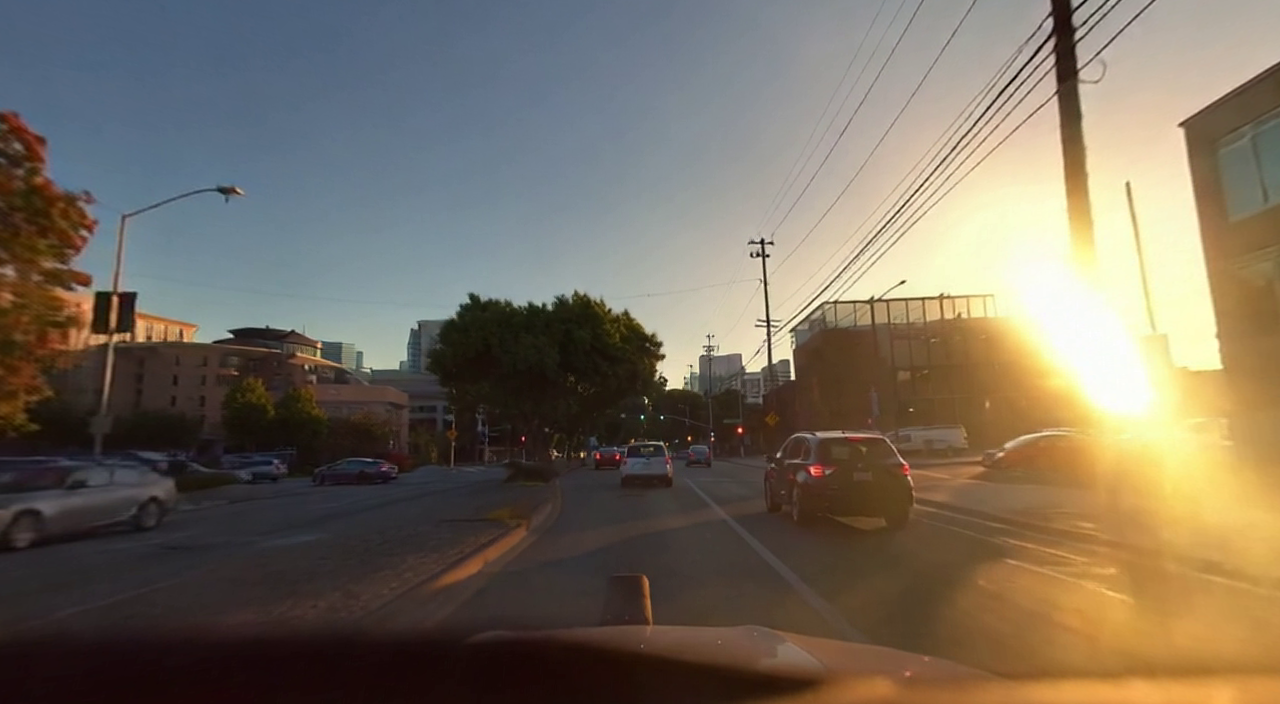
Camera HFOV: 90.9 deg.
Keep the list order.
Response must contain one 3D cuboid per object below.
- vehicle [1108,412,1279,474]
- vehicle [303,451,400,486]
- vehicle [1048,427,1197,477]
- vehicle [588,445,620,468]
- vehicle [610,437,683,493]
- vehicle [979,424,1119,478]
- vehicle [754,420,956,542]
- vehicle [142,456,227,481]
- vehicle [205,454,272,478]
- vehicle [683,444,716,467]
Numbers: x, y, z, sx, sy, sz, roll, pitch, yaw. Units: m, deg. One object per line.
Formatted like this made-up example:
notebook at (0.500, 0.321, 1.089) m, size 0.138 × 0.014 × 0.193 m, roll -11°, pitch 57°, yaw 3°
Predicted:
vehicle at (18.703, 3.122, 21.347) m, size 1.950 × 1.797 × 4.967 m, roll -3°, pitch -10°, yaw 3°
vehicle at (-14.727, 5.947, 32.223) m, size 4.290 × 1.510 × 2.006 m, roll -6°, pitch -10°, yaw 18°
vehicle at (16.129, 3.370, 21.386) m, size 2.018 × 1.488 × 4.059 m, roll -1°, pitch -8°, yaw 4°
vehicle at (-2.567, 7.262, 44.035) m, size 2.104 × 1.488 × 4.546 m, roll 0°, pitch -8°, yaw -5°
vehicle at (0.213, 3.704, 21.066) m, size 2.200 × 1.653 × 4.127 m, roll 0°, pitch -8°, yaw 1°
vehicle at (13.479, 3.310, 21.155) m, size 1.899 × 1.602 × 4.297 m, roll -1°, pitch -8°, yaw 2°
vehicle at (3.473, 2.174, 11.305) m, size 2.024 × 1.711 × 4.512 m, roll 0°, pitch -8°, yaw 0°
vehicle at (-30.382, 7.771, 42.266) m, size 1.951 × 1.459 × 4.803 m, roll -1°, pitch -8°, yaw 2°
vehicle at (-30.358, 8.585, 47.832) m, size 1.903 × 1.649 × 4.654 m, roll 0°, pitch -8°, yaw 1°
vehicle at (4.117, 7.185, 43.935) m, size 1.880 × 1.503 × 4.130 m, roll 0°, pitch -8°, yaw 0°
